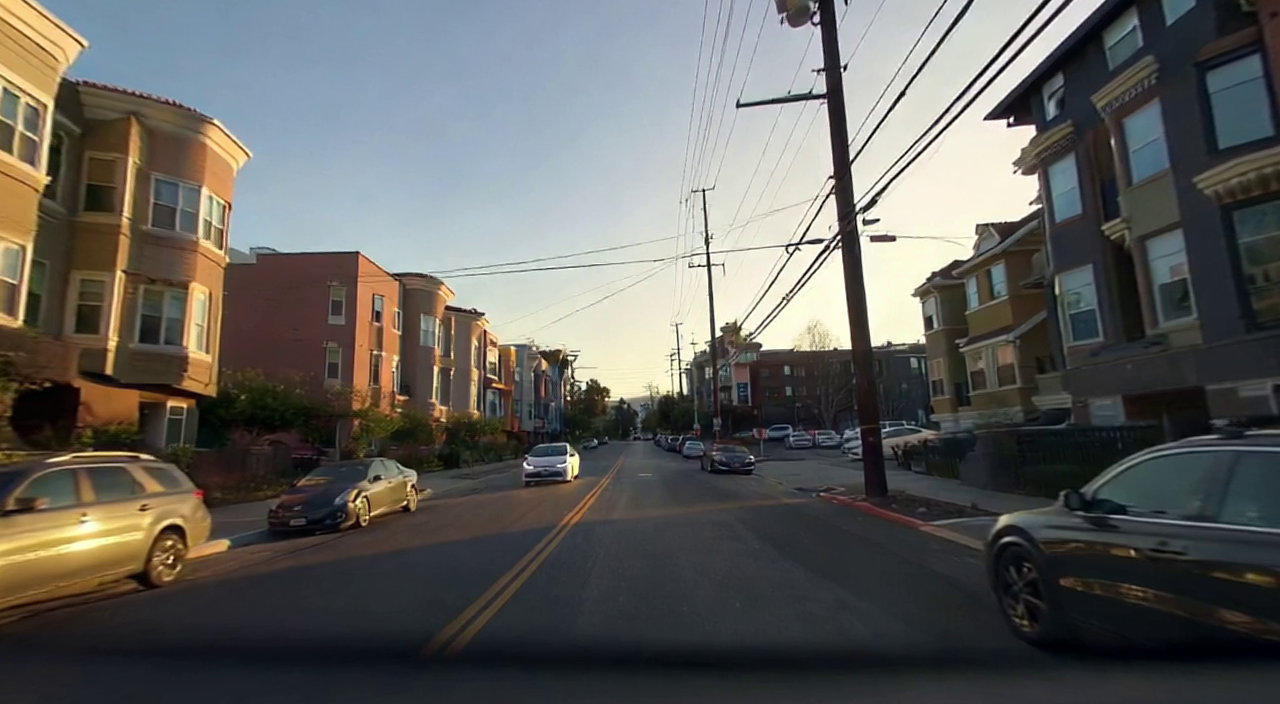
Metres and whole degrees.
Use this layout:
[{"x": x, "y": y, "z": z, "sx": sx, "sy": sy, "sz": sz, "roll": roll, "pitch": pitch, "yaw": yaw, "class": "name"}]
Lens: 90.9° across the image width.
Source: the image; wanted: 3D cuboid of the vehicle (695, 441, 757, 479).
[{"x": 3.571, "y": 4.556, "z": 26.942, "sx": 1.928, "sy": 1.440, "sz": 4.738, "roll": 0, "pitch": -8, "yaw": -1, "class": "vehicle"}]

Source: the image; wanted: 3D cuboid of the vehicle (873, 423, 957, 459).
[{"x": 12.976, "y": 4.301, "z": 30.074, "sx": 1.997, "sy": 1.546, "sz": 4.370, "roll": -2, "pitch": -10, "yaw": 0, "class": "vehicle"}]

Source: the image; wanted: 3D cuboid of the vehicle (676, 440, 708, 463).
[{"x": 3.757, "y": 7.236, "z": 45.897, "sx": 1.914, "sy": 1.591, "sz": 3.892, "roll": 0, "pitch": -8, "yaw": -1, "class": "vehicle"}]

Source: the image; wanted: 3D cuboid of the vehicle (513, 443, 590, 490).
[{"x": -3.025, "y": 4.019, "z": 22.516, "sx": 2.052, "sy": 1.483, "sz": 4.276, "roll": 0, "pitch": -8, "yaw": 1, "class": "vehicle"}]

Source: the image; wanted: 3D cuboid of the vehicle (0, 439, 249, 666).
[{"x": -6.042, "y": 1.684, "z": 5.700, "sx": 2.057, "sy": 1.757, "sz": 4.573, "roll": 0, "pitch": -8, "yaw": 0, "class": "vehicle"}]

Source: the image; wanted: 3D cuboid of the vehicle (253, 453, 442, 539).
[{"x": -6.086, "y": 3.013, "z": 13.866, "sx": 1.863, "sy": 1.449, "sz": 4.536, "roll": -1, "pitch": -8, "yaw": 2, "class": "vehicle"}]

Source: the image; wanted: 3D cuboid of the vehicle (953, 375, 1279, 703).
[{"x": 3.467, "y": 0.886, "z": 2.332, "sx": 2.018, "sy": 1.672, "sz": 4.932, "roll": -4, "pitch": -5, "yaw": 0, "class": "vehicle"}]

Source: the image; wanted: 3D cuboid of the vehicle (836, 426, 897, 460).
[{"x": 10.603, "y": 4.277, "z": 29.774, "sx": 1.801, "sy": 1.491, "sz": 3.488, "roll": -1, "pitch": -8, "yaw": 4, "class": "vehicle"}]

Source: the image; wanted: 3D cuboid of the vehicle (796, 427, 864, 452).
[{"x": 13.339, "y": 6.195, "z": 44.593, "sx": 1.897, "sy": 1.659, "sz": 4.648, "roll": 4, "pitch": -9, "yaw": -27, "class": "vehicle"}]
